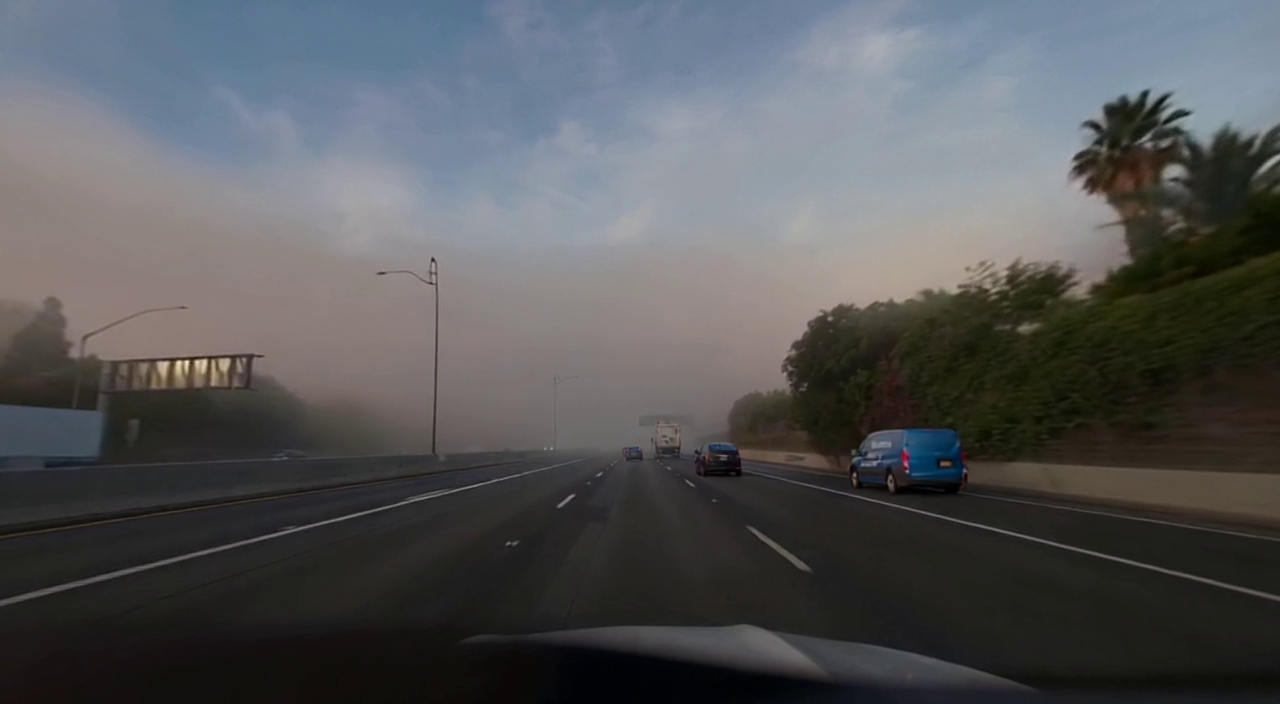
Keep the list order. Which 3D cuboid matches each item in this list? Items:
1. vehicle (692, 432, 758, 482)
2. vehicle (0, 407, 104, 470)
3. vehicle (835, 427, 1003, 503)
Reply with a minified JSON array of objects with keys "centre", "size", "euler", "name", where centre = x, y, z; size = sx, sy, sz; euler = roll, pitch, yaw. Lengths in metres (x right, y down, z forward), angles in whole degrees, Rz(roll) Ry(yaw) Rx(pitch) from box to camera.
[{"centre":[3.536,4.478,27.187],"size":[2.035,1.931,4.841],"euler":[0,-9,-2],"name":"vehicle"},{"centre":[-29.001,3.112,23.048],"size":[2.682,2.685,19.077],"euler":[0,-8,0],"name":"vehicle"},{"centre":[7.389,3.051,17.488],"size":[2.266,1.799,4.947],"euler":[0,-8,-1],"name":"vehicle"}]
